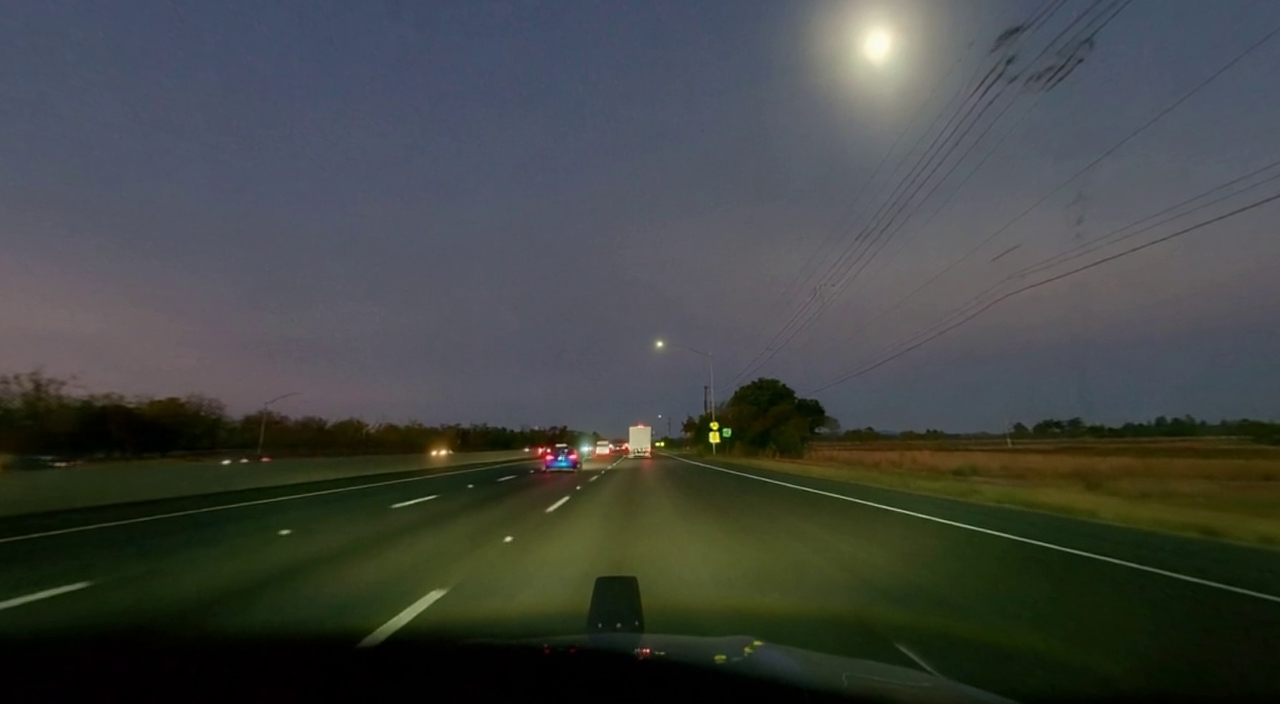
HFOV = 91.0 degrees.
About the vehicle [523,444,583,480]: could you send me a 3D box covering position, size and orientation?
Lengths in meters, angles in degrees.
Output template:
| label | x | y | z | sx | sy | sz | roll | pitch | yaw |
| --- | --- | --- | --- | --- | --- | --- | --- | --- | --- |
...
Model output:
| label | x | y | z | sx | sy | sz | roll | pitch | yaw |
| --- | --- | --- | --- | --- | --- | --- | --- | --- | --- |
| vehicle | -3.926 | 5.054 | 29.238 | 2.104 | 1.501 | 4.459 | 0 | -9 | 0 |
